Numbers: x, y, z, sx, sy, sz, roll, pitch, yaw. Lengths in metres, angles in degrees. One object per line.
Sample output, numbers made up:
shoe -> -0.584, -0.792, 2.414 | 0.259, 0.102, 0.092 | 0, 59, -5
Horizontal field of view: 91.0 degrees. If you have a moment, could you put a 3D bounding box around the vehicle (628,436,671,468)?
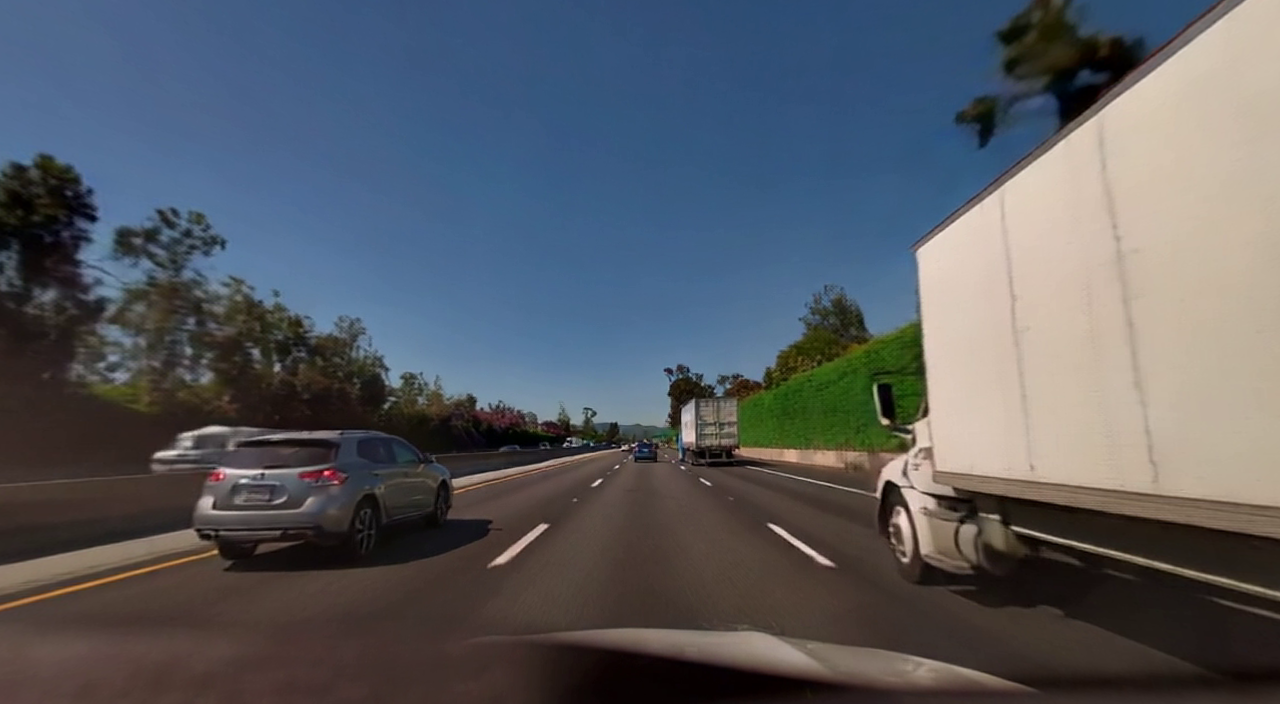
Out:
vehicle -> 0.534, 5.866, 37.291 | 2.389, 1.760, 4.473 | 0, -8, 0

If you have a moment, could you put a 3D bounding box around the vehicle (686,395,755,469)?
vehicle -> 5.091, 5.530, 42.706 | 3.117, 4.150, 13.929 | 0, -8, 1

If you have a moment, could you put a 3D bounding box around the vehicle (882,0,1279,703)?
vehicle -> 4.137, 0.066, 2.981 | 2.742, 3.383, 8.285 | 0, -8, 1

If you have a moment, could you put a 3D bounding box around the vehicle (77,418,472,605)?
vehicle -> -3.503, 1.584, 7.185 | 1.988, 1.488, 4.113 | 0, -8, 1
